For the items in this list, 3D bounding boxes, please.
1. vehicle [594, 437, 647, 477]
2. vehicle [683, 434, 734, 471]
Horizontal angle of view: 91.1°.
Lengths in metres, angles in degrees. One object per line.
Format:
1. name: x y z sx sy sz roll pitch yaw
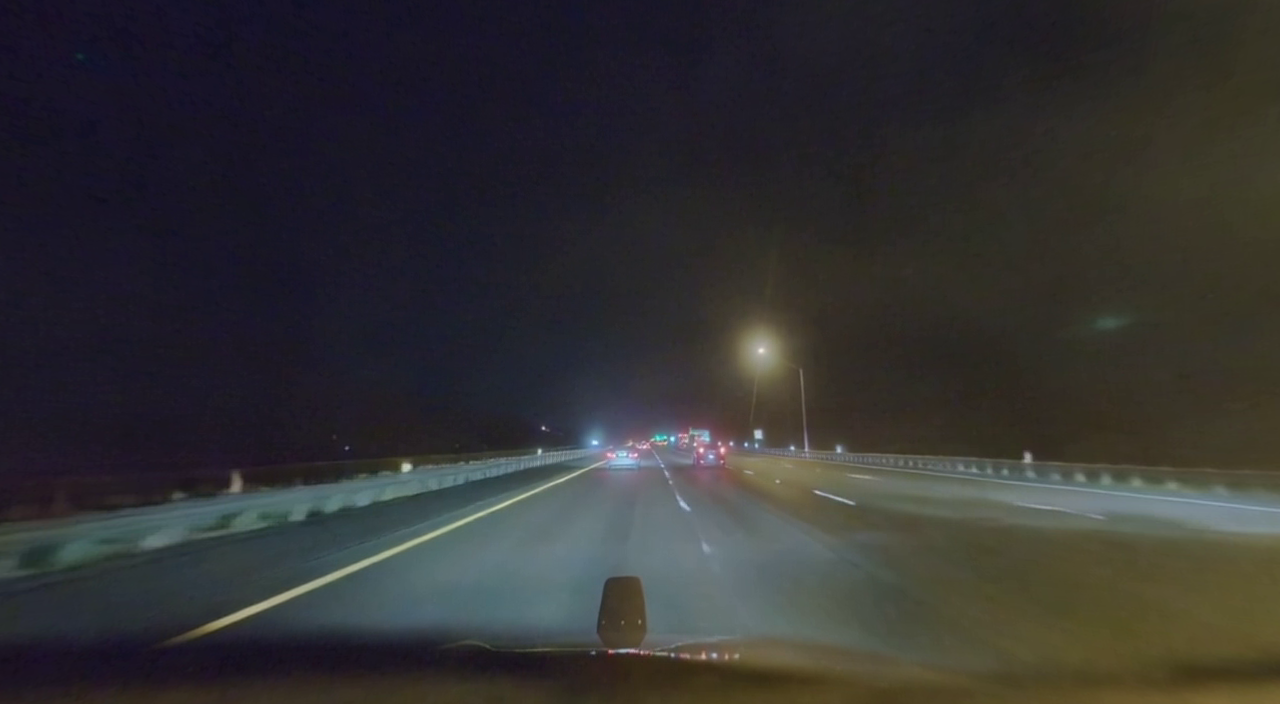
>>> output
1. vehicle: -0.715 4.353 26.361 2.050 1.546 4.344 0 -8 1
2. vehicle: 3.337 4.977 31.376 2.063 1.698 4.355 0 -8 0
